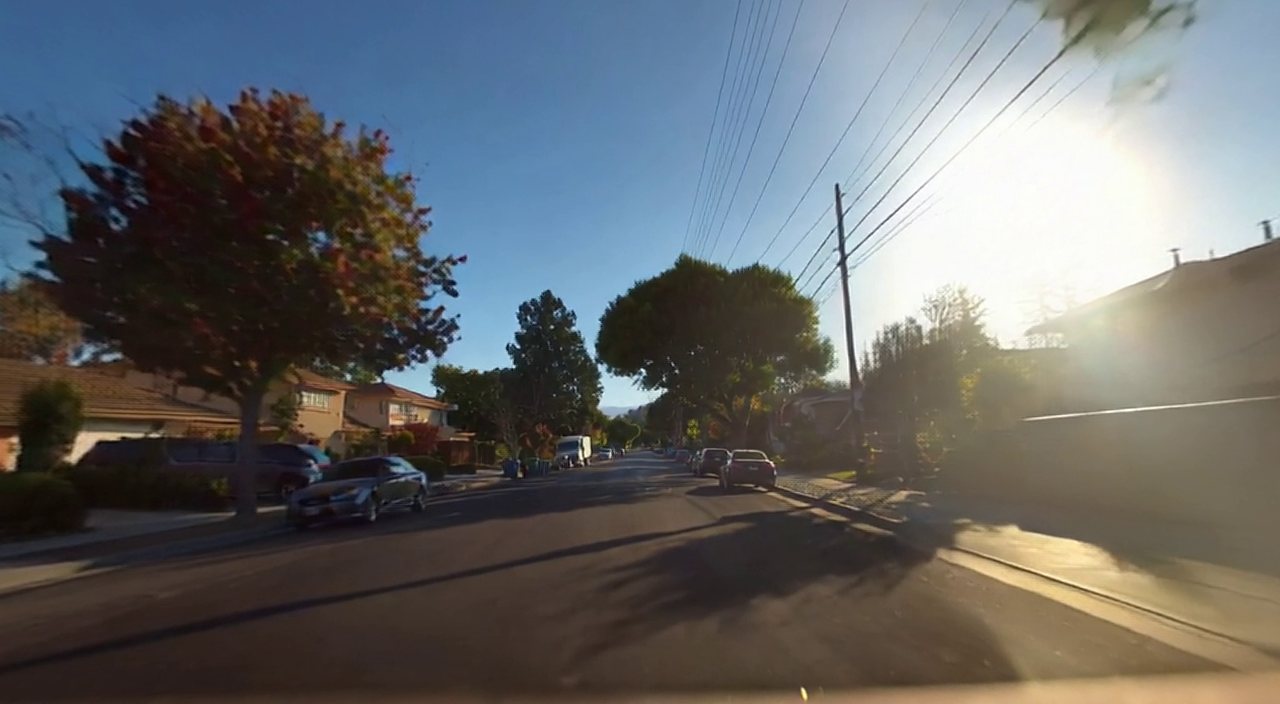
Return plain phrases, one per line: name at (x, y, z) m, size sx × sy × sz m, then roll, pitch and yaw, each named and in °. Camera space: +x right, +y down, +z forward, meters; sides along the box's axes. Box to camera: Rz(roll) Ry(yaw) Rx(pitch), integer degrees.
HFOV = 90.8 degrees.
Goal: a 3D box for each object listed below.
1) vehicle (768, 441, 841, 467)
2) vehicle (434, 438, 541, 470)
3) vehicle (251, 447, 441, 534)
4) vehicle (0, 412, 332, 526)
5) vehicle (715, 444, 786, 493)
vehicle at (11.542, 7.175, 44.600) m, size 4.530 × 1.736 × 2.144 m, roll 0°, pitch -9°, yaw 3°
vehicle at (-10.165, 6.834, 42.565) m, size 6.540 × 2.079 × 2.565 m, roll 0°, pitch -9°, yaw 1°
vehicle at (-6.508, 3.066, 14.730) m, size 2.062 × 1.500 × 4.629 m, roll -3°, pitch -8°, yaw 3°
vehicle at (-11.125, 2.798, 15.820) m, size 2.416 × 2.211 × 6.384 m, roll -2°, pitch -9°, yaw 15°
vehicle at (3.641, 3.898, 21.534) m, size 1.903 × 1.500 × 4.057 m, roll 0°, pitch -9°, yaw 3°
